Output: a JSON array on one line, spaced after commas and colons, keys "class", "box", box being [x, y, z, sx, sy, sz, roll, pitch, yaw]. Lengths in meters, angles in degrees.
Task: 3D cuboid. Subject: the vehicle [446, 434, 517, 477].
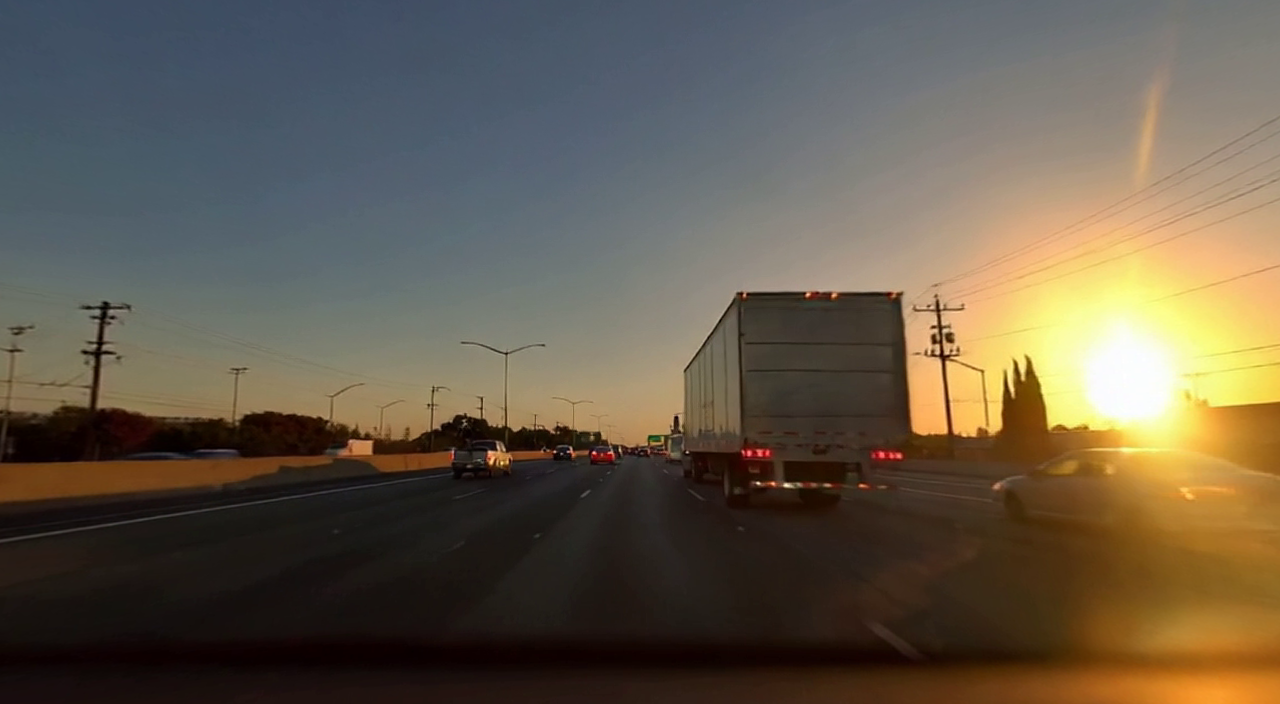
[{"class": "vehicle", "box": [-7.345, 4.855, 29.700, 2.147, 1.825, 4.602, 0, -9, 0]}]

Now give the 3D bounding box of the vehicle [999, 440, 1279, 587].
[{"class": "vehicle", "box": [7.396, 2.015, 8.840, 1.953, 1.488, 4.631, 0, -9, 0]}]

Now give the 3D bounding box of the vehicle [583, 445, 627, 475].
[{"class": "vehicle", "box": [-1.809, 5.789, 33.991, 2.060, 1.508, 4.308, 0, -9, 1]}]

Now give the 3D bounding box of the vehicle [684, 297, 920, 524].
[{"class": "vehicle", "box": [3.175, 1.844, 16.767, 3.045, 3.923, 11.834, 0, -9, 0]}]
